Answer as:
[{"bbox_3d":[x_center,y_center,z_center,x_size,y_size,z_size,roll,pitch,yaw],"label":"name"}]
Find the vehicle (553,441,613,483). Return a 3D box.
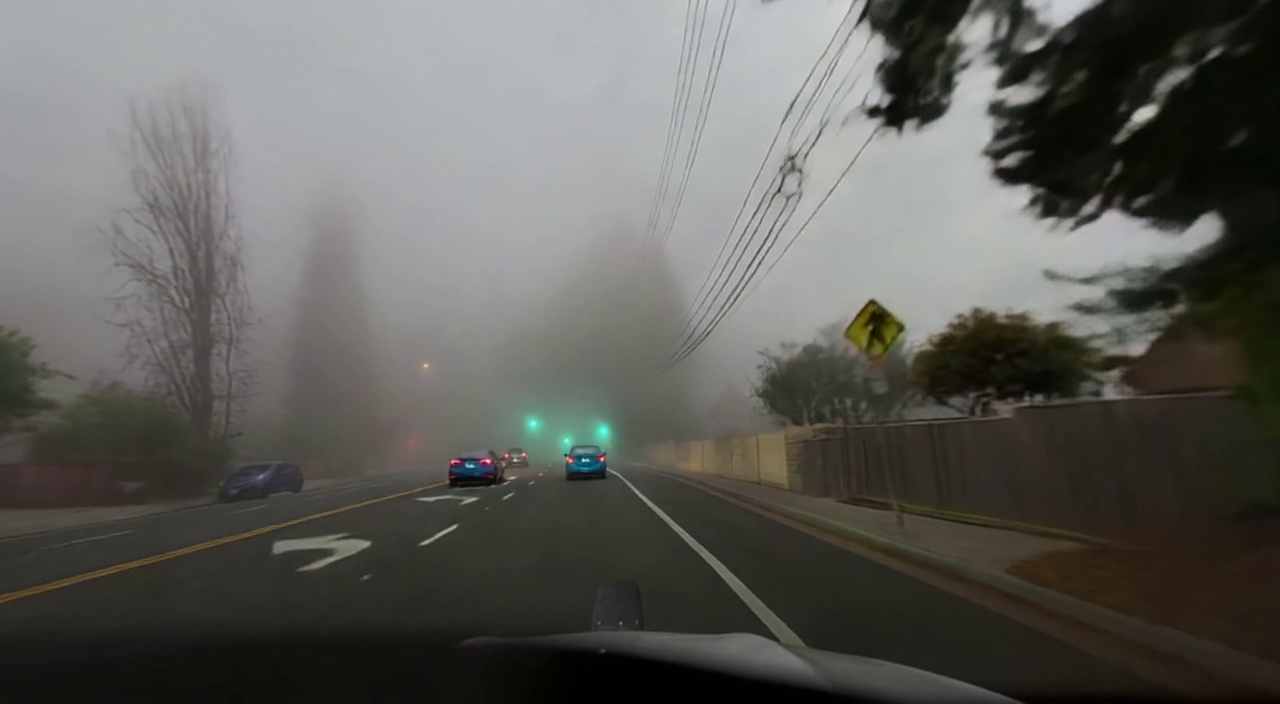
[{"bbox_3d":[-2.314,4.374,25.393,2.168,1.504,4.284,0,-9,-6],"label":"vehicle"}]

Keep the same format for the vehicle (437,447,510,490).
[{"bbox_3d":[-6.196,4.350,23.960,1.913,1.425,4.235,0,-9,-4],"label":"vehicle"}]

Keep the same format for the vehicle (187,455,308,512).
[{"bbox_3d":[-16.911,5.638,27.675,2.094,2.000,5.603,1,-7,-5],"label":"vehicle"}]
